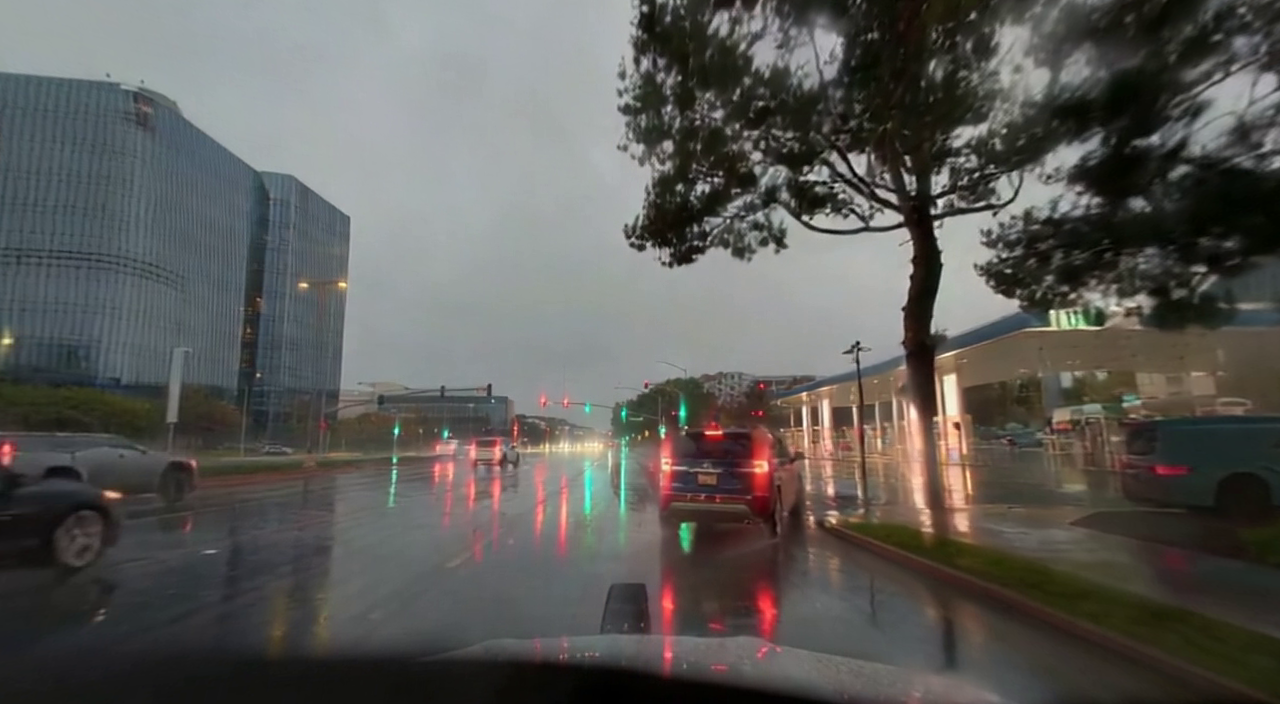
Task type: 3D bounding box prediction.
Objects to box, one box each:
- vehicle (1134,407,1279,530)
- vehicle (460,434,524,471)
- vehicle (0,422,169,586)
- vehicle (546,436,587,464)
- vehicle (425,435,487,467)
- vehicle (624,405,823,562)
[{"bbox_3d":[10.324,1.639,8.668,5.052,1.482,2.266,1,-10,3],"label":"vehicle"},{"bbox_3d":[-6.977,4.783,30.122,2.018,1.658,4.391,0,-9,-1],"label":"vehicle"},{"bbox_3d":[-6.764,1.339,5.431,1.900,1.473,4.425,0,-9,2],"label":"vehicle"},{"bbox_3d":[-4.552,6.184,39.840,2.081,1.698,4.362,0,-9,0],"label":"vehicle"},{"bbox_3d":[-10.235,5.554,35.450,2.068,1.659,4.509,0,-9,1],"label":"vehicle"},{"bbox_3d":[1.554,1.857,9.662,2.169,1.751,4.613,-3,-9,18],"label":"vehicle"}]
